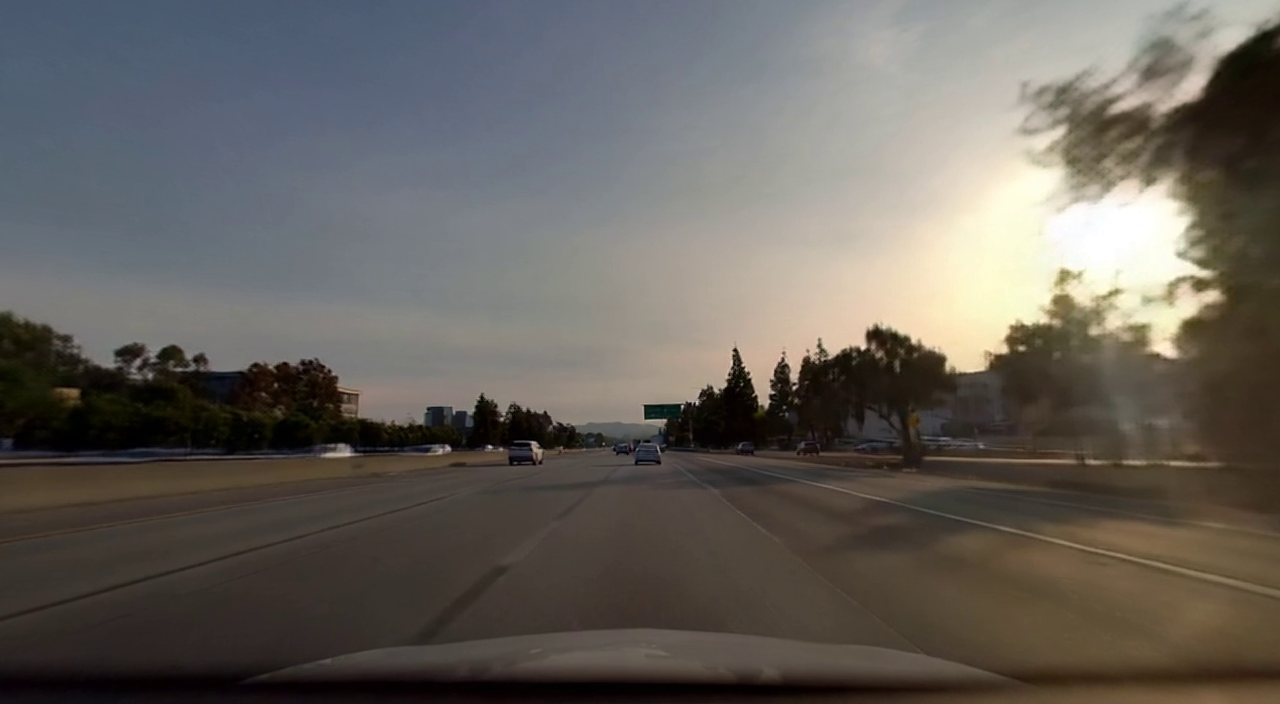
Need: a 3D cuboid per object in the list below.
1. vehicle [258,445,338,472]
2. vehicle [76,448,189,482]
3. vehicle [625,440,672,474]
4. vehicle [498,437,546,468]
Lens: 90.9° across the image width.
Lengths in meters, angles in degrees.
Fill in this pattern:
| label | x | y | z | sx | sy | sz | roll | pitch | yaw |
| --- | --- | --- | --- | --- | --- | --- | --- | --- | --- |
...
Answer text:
| label | x | y | z | sx | sy | sz | roll | pitch | yaw |
| --- | --- | --- | --- | --- | --- | --- | --- | --- | --- |
| vehicle | -20.583 | 6.385 | 38.258 | 1.972 | 1.513 | 4.973 | 0 | -8 | 1 |
| vehicle | -25.230 | 5.600 | 31.593 | 1.868 | 1.503 | 4.480 | 0 | -8 | 1 |
| vehicle | 0.373 | 5.019 | 30.338 | 2.112 | 1.482 | 4.082 | 0 | -8 | 0 |
| vehicle | -7.314 | 6.267 | 39.592 | 2.093 | 1.789 | 4.399 | 0 | -8 | 1 |
